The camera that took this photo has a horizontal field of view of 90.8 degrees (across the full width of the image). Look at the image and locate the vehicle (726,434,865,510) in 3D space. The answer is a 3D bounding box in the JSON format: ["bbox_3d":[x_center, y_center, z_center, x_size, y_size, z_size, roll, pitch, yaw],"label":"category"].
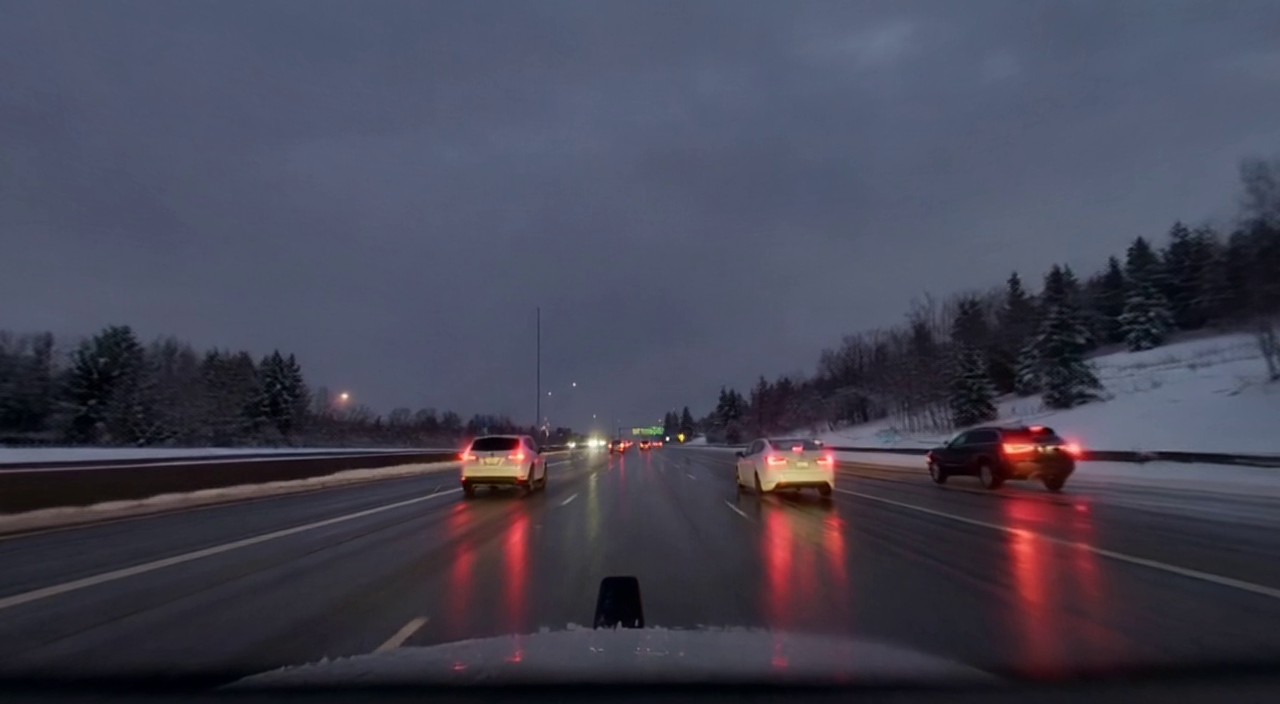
[{"bbox_3d":[3.569,2.849,15.592,2.107,1.550,4.949,0,-9,-1],"label":"vehicle"}]

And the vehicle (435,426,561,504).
[{"bbox_3d":[-3.503,2.906,16.638,2.193,1.746,4.512,0,-8,1],"label":"vehicle"}]

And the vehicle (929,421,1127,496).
[{"bbox_3d":[11.143,3.126,18.889,2.223,1.865,5.704,0,-9,-1],"label":"vehicle"}]
